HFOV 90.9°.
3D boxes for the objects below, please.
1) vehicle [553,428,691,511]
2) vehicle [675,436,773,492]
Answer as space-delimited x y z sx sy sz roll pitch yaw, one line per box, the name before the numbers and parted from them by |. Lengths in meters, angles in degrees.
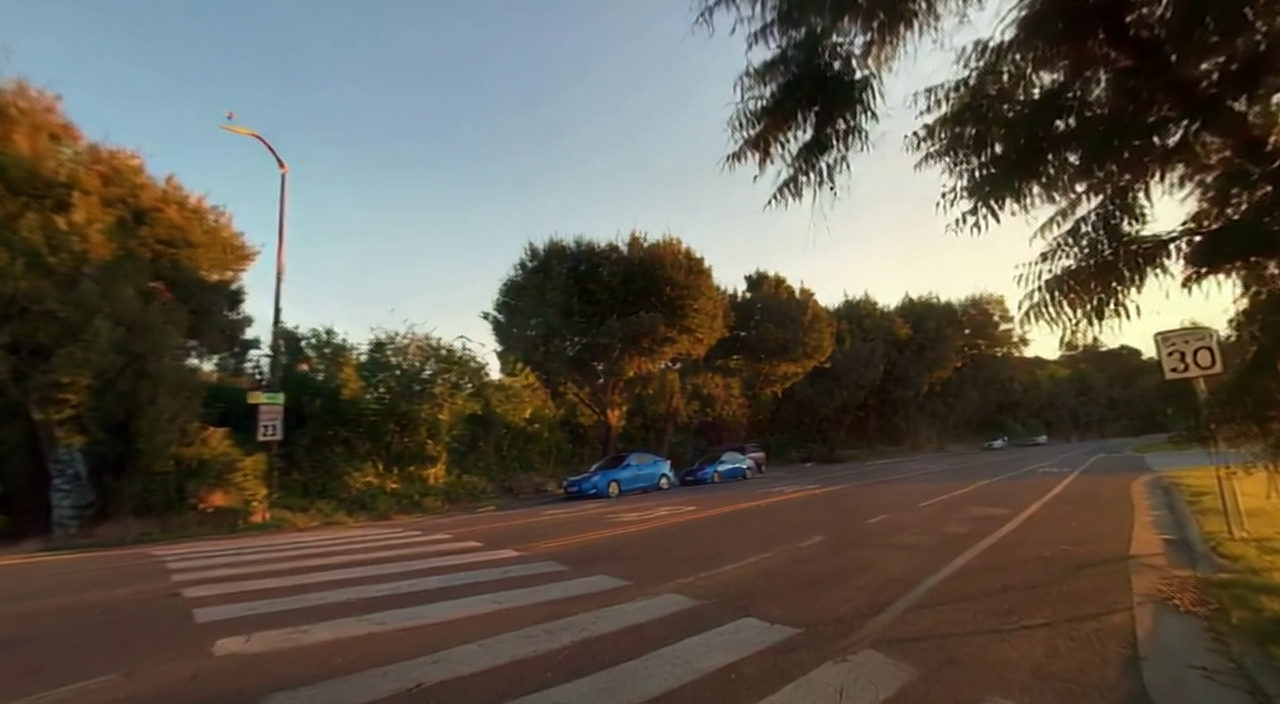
vehicle | -0.483 4.130 22.707 2.159 1.959 5.179 -11 -5 33
vehicle | 3.792 4.917 27.956 2.087 1.700 4.467 -11 -6 38
